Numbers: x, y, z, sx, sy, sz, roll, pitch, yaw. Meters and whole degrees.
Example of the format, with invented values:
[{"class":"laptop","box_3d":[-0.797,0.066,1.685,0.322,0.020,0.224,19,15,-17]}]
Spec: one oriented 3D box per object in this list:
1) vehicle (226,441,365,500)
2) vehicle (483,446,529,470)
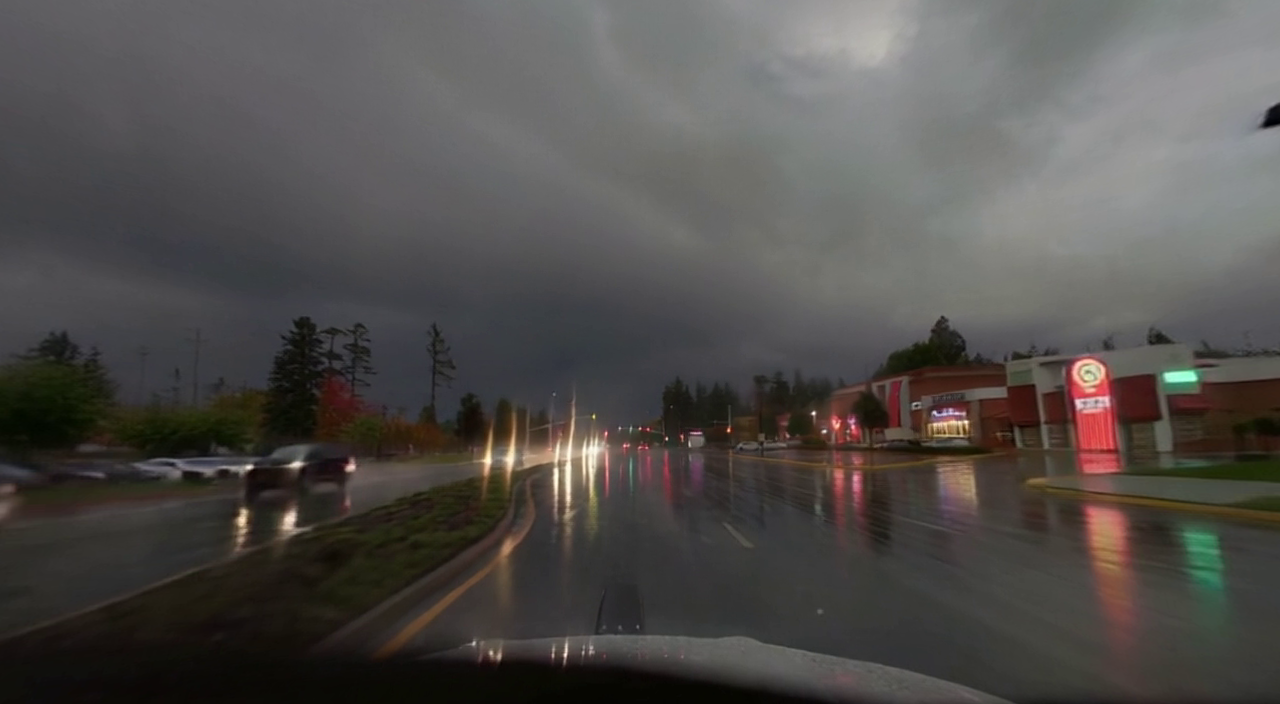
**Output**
[{"class":"vehicle","box_3d":[-11.683,4.019,21.945,2.066,1.798,4.838,0,-9,0]},{"class":"vehicle","box_3d":[-8.765,6.945,41.646,1.959,1.505,4.622,0,-9,0]}]
